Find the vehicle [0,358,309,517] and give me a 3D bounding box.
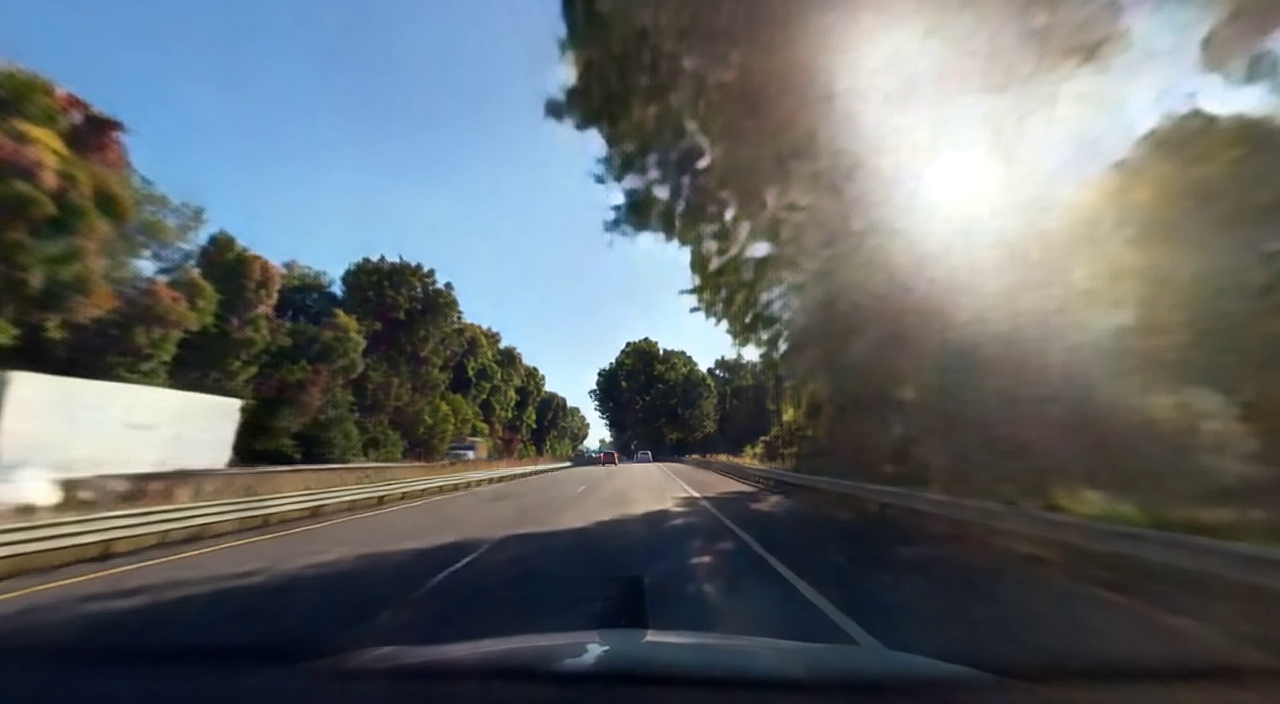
[{"bbox_3d":[-16.914,3.098,21.698,2.842,3.828,14.939,-1,-9,0],"label":"vehicle"}]
